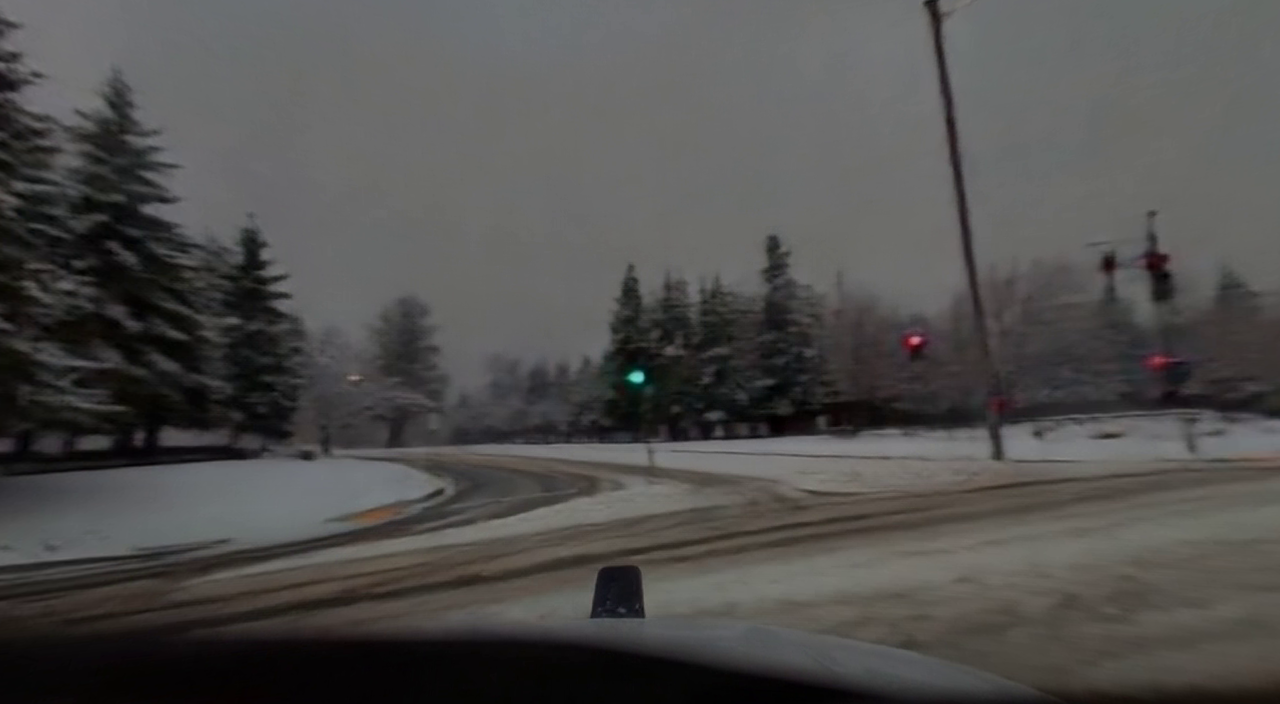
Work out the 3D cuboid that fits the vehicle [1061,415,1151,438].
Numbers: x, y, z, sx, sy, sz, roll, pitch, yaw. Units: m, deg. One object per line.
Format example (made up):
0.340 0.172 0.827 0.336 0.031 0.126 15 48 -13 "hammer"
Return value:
36.735 5.925 49.977 5.497 1.631 1.849 -6 -10 36 "vehicle"
